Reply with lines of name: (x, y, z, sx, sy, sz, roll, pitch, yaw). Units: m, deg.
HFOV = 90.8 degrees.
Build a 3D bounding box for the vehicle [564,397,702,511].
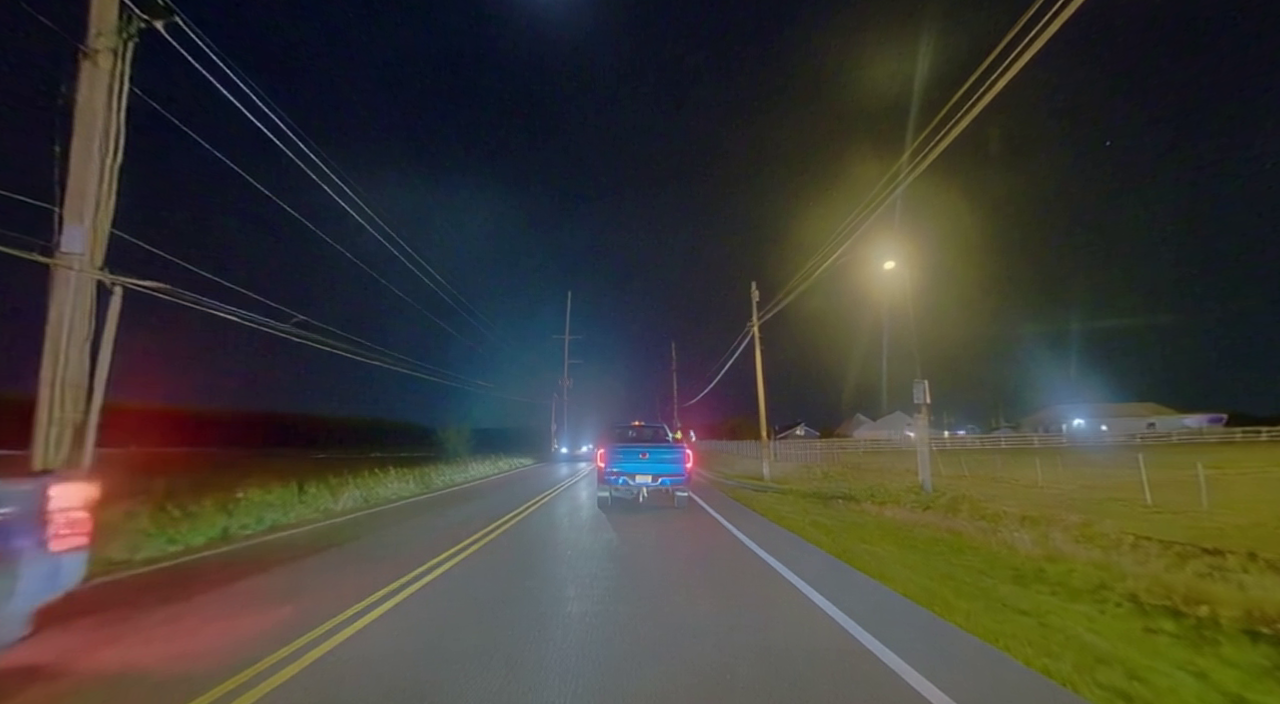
vehicle: (-0.196, 2.431, 15.425, 2.693, 2.223, 5.885, 0, -9, -1)
